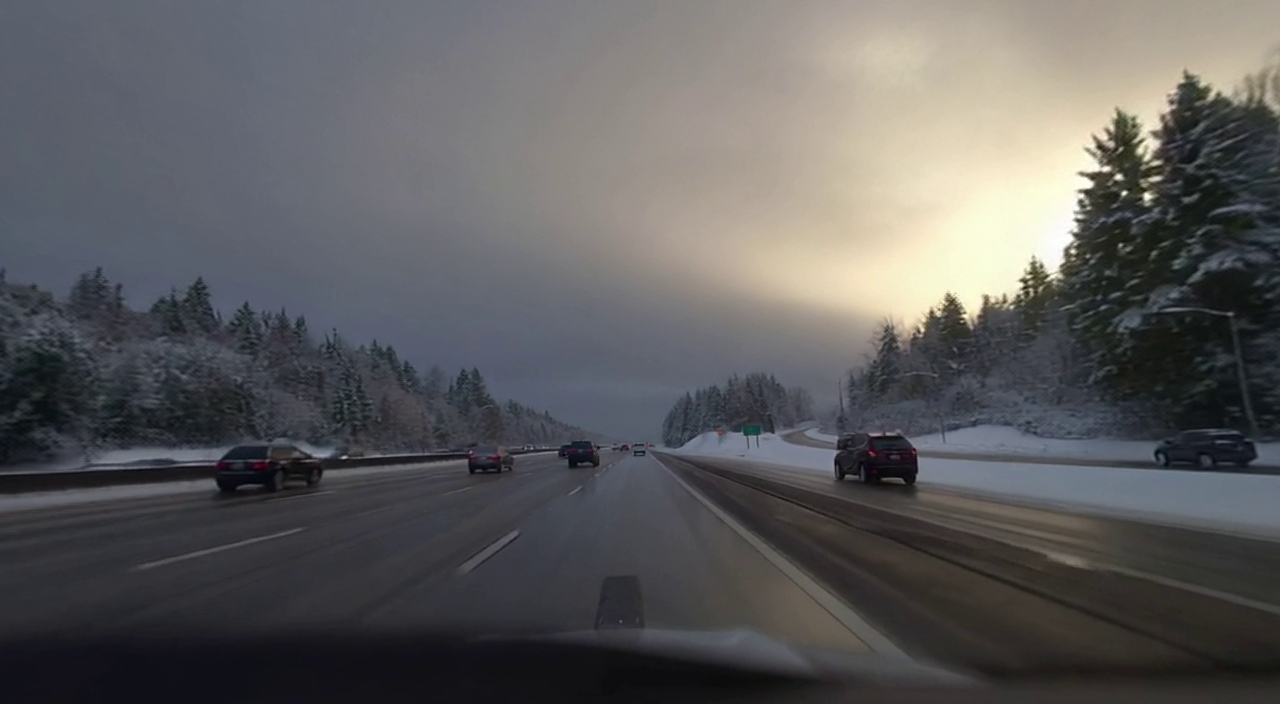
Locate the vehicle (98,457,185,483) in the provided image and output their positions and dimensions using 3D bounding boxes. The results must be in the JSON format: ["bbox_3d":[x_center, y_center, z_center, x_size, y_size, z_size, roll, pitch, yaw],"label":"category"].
[{"bbox_3d":[-32.191,7.617,40.859,1.870,1.519,4.617,0,-9,1],"label":"vehicle"}]

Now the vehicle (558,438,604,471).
[{"bbox_3d":[-3.701,6.514,40.218,2.288,1.962,5.119,0,-9,2],"label":"vehicle"}]

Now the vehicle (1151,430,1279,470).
[{"bbox_3d":[27.666,4.685,30.181,2.051,1.728,4.927,1,-9,-2],"label":"vehicle"}]

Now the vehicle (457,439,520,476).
[{"bbox_3d":[-7.722,5.422,32.541,2.087,1.755,4.457,0,-9,0],"label":"vehicle"}]

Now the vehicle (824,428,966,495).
[{"bbox_3d":[7.678,3.359,19.653,2.259,1.816,4.862,0,-9,-2],"label":"vehicle"}]

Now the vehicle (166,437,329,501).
[{"bbox_3d":[-11.263,3.371,18.534,1.958,1.633,4.302,0,-9,0],"label":"vehicle"}]
